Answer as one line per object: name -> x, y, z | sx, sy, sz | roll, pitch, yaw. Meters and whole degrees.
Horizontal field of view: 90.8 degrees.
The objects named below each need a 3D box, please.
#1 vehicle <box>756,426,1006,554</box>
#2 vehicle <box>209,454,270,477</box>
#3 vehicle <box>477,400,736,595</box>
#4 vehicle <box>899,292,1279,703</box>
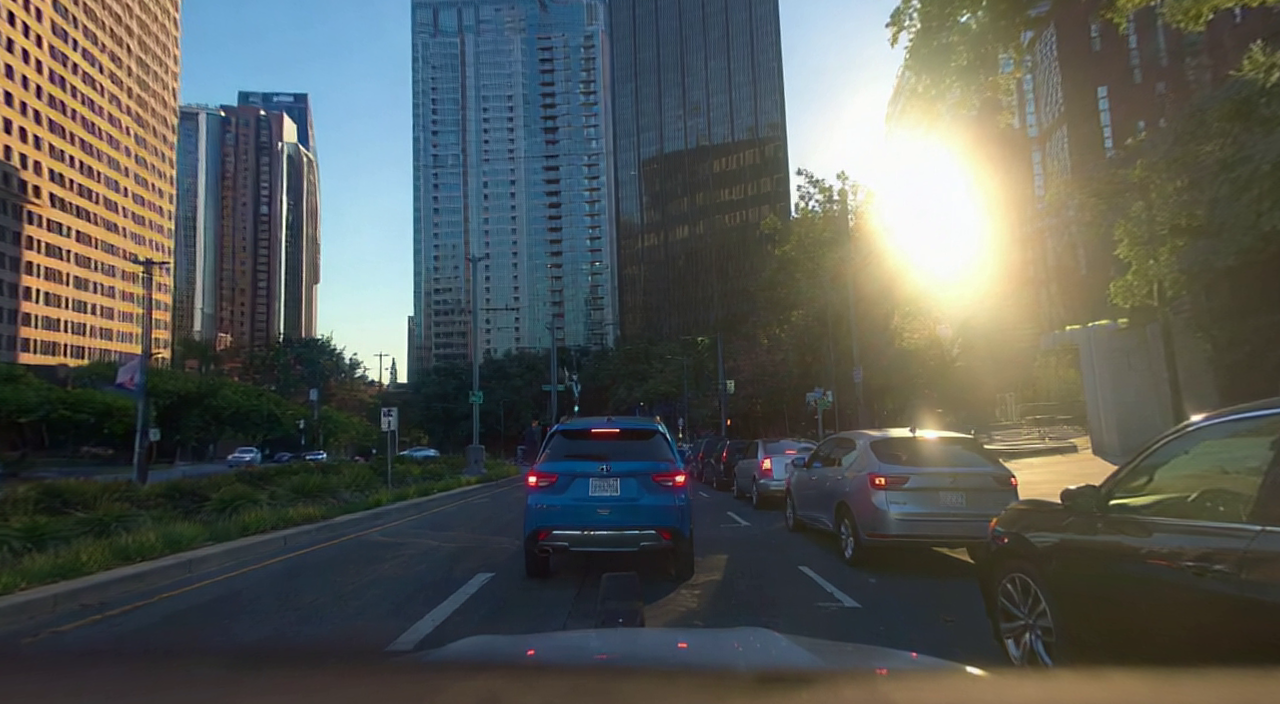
vehicle -> 3.281, 1.983, 9.826 | 1.941, 1.482, 4.632 | 0, -9, -2
vehicle -> -27.917, 7.891, 44.237 | 1.967, 1.428, 4.832 | 1, -9, -12
vehicle -> -0.342, 1.578, 7.639 | 2.249, 1.684, 4.084 | 0, -9, -2
vehicle -> 2.994, 0.749, 2.258 | 2.063, 1.760, 4.664 | 0, -9, -1
